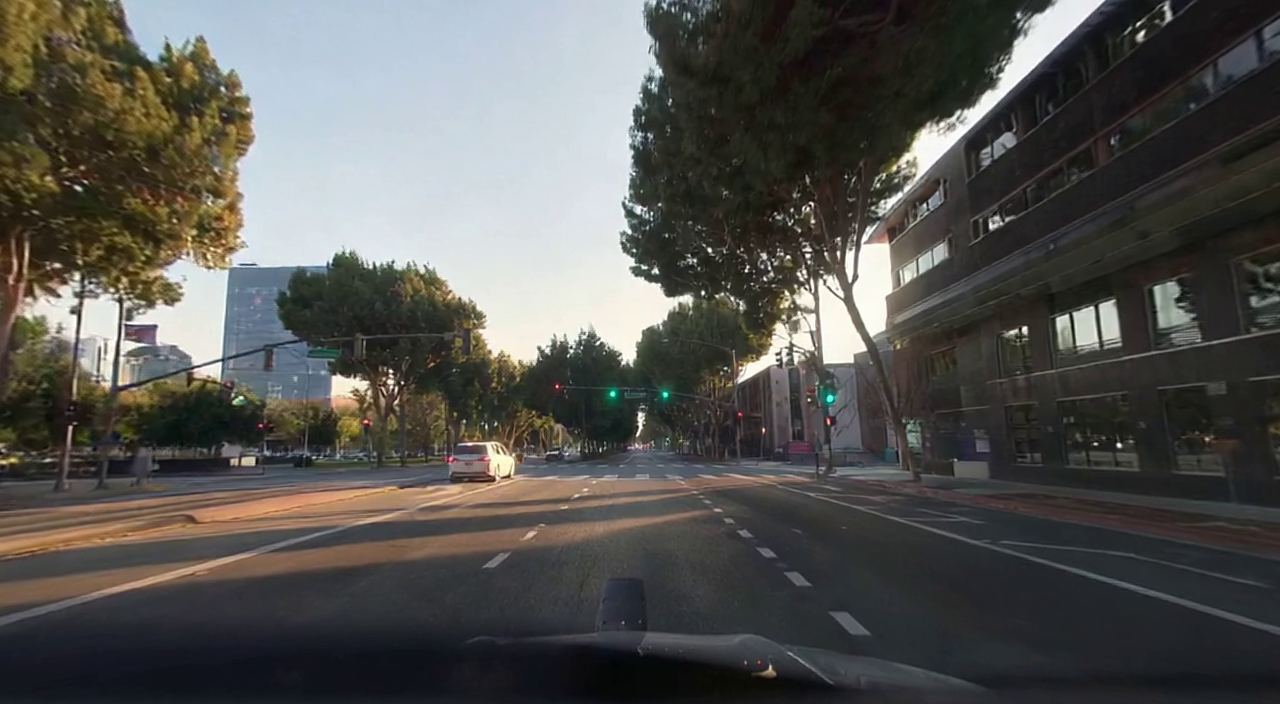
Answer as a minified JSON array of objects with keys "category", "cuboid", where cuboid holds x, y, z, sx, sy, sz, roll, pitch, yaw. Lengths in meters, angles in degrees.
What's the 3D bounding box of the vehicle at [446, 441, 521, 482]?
[{"category":"vehicle","cuboid":[-6.446,4.553,26.447,1.876,1.570,4.980,0,-9,0]}]
